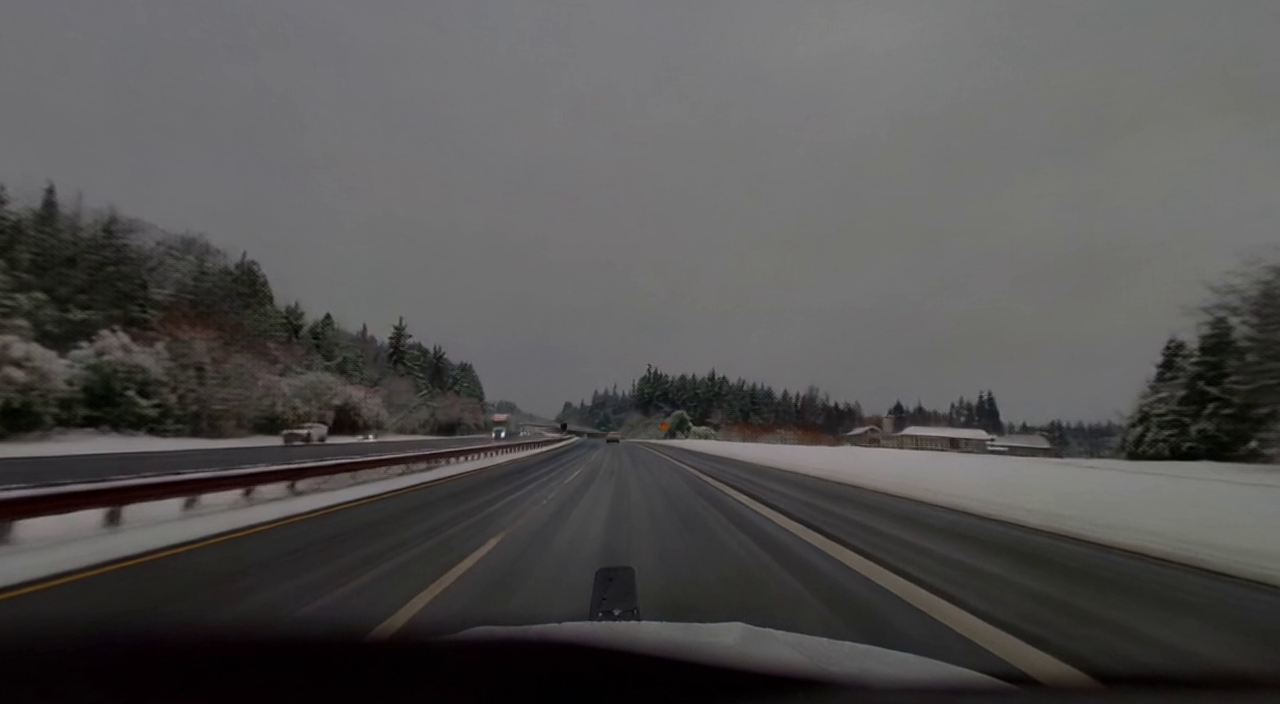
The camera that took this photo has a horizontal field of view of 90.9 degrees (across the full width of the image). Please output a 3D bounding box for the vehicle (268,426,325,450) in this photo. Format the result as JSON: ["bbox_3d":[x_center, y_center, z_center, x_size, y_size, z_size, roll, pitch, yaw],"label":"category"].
[{"bbox_3d":[-23.117,5.795,42.551,1.845,1.495,4.167,1,-8,-6],"label":"vehicle"}]
